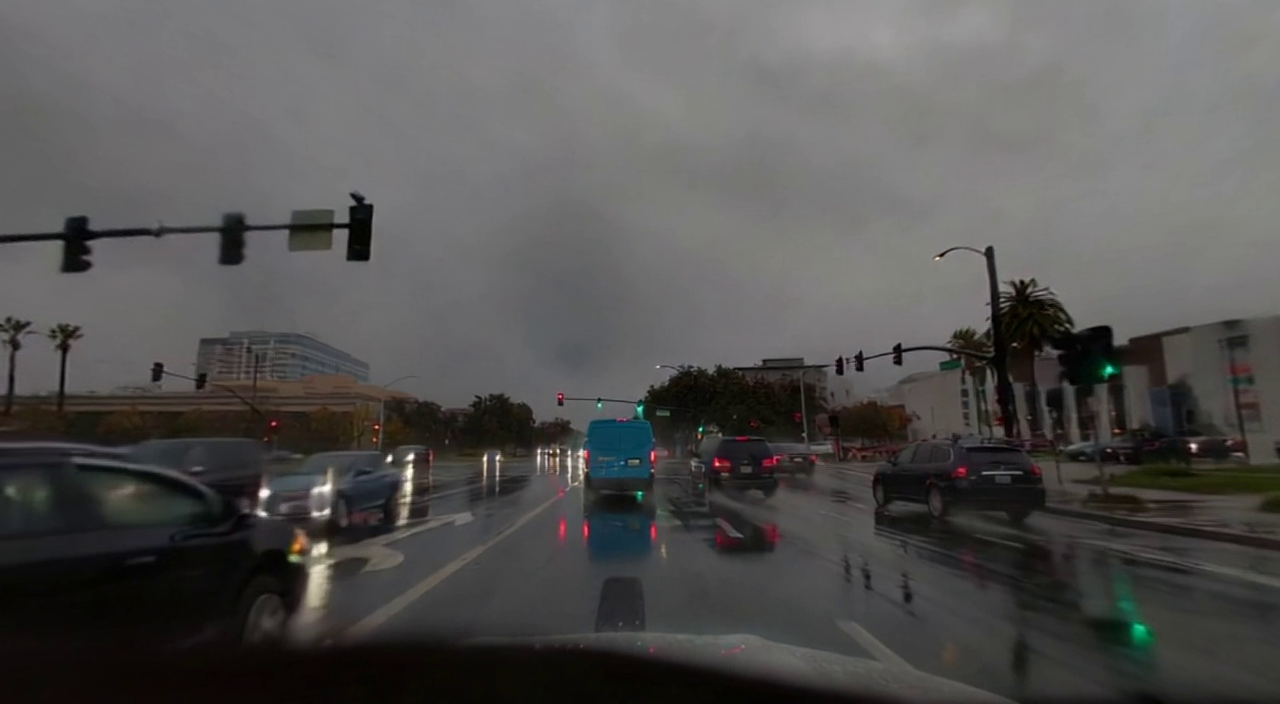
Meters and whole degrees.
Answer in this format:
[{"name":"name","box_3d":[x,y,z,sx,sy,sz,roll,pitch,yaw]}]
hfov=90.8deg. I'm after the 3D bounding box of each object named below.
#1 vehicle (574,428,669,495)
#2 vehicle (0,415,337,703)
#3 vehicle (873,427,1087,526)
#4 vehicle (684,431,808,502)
[{"name":"vehicle","box_3d":[-0.659,3.705,21.843,2.848,1.991,5.706,0,-9,-2]},{"name":"vehicle","box_3d":[-3.470,1.019,2.764,1.997,1.430,4.655,0,-9,0]},{"name":"vehicle","box_3d":[7.074,2.617,13.856,2.023,1.771,4.488,0,-9,-2]},{"name":"vehicle","box_3d":[2.801,3.198,18.113,2.462,1.736,4.899,0,-9,-3]}]
